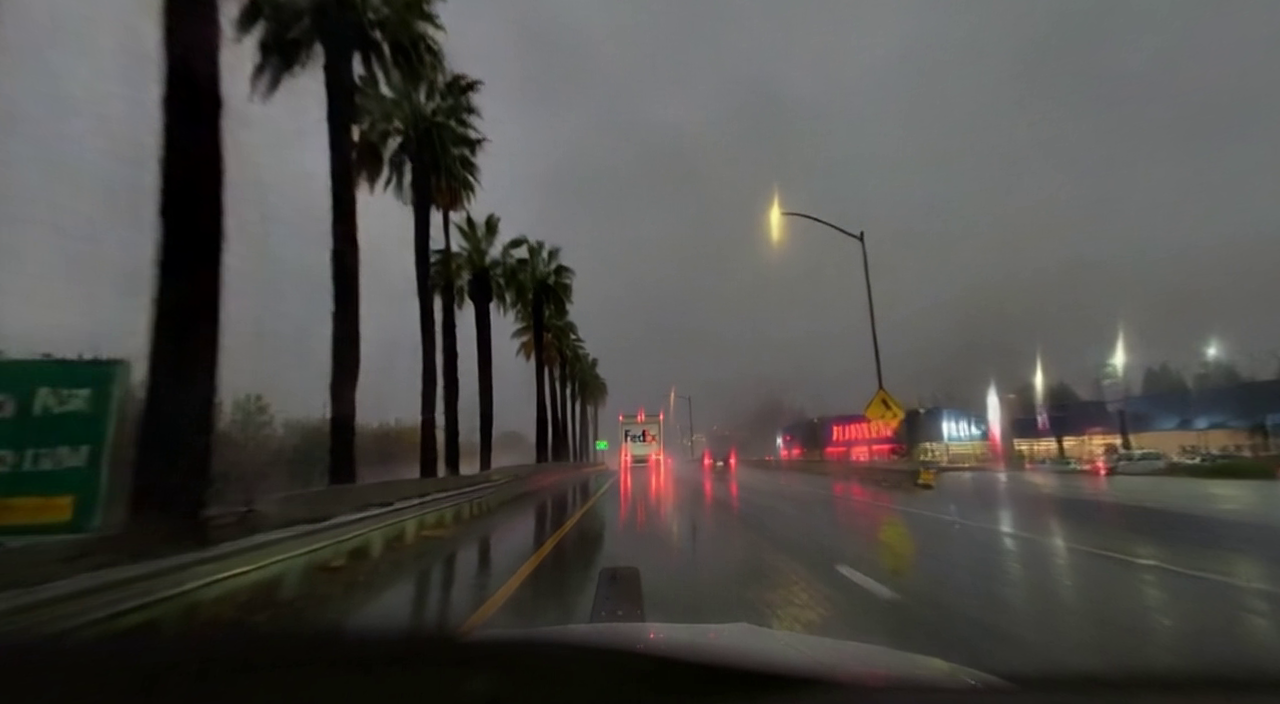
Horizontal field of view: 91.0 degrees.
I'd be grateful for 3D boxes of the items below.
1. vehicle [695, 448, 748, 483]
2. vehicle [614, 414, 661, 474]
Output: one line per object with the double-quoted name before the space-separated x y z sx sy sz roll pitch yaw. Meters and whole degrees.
"vehicle" 3.912 5.557 31.087 1.966 1.558 4.238 0 -9 -1
"vehicle" -0.244 7.262 49.366 3.243 4.134 11.656 0 -9 0
